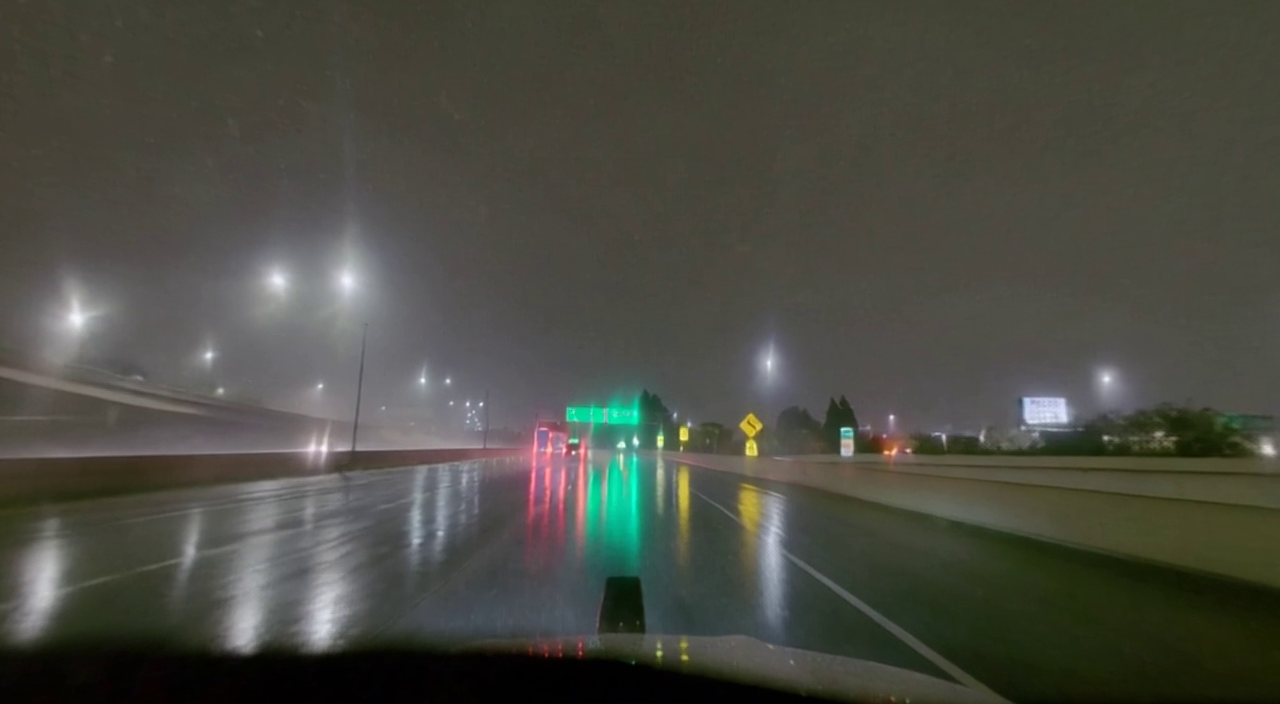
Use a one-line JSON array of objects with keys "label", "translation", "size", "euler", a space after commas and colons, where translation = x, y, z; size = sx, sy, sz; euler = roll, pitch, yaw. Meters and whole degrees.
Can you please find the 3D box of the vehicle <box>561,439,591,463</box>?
[{"label": "vehicle", "translation": [-4.685, 7.271, 46.544], "size": [1.971, 1.643, 4.009], "euler": [0, -8, -3]}]
